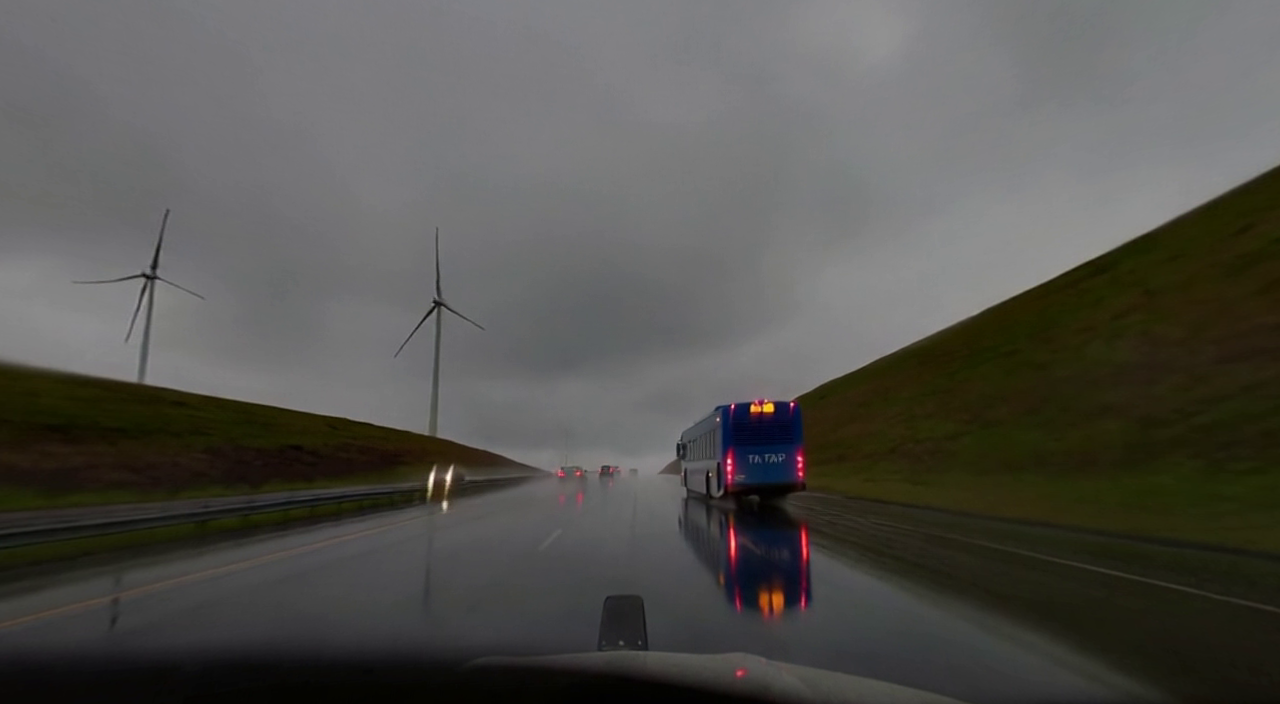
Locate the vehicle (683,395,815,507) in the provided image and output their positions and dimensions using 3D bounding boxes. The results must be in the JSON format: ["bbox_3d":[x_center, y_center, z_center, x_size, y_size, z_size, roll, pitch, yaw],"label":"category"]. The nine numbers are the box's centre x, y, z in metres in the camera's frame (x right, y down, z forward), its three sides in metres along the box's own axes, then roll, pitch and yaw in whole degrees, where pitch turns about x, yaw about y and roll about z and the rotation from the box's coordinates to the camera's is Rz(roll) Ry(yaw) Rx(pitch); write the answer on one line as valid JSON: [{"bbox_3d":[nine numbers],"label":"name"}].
[{"bbox_3d":[3.985,4.493,27.529,2.941,3.574,14.463,1,-10,-1],"label":"vehicle"}]

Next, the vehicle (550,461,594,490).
[{"bbox_3d":[-4.012,7.432,38.040,2.213,1.568,4.274,1,-10,-1],"label":"vehicle"}]
